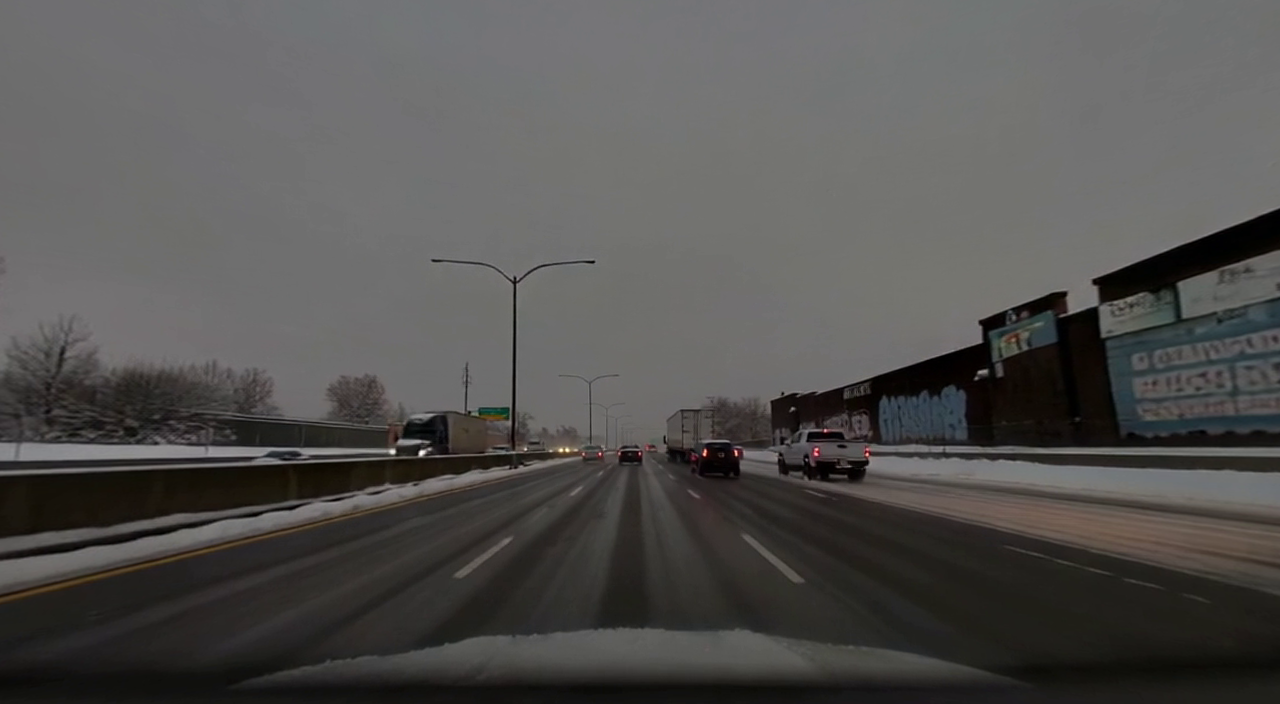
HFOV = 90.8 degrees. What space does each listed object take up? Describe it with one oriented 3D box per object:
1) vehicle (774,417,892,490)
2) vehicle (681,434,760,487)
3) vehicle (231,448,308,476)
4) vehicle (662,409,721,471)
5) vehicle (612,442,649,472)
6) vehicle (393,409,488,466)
[{"bbox_3d":[7.040,3.834,24.067,2.322,2.360,6.433,0,-9,-1],"label":"vehicle"},{"bbox_3d":[3.000,4.203,24.824,2.249,1.843,5.176,0,-9,-2],"label":"vehicle"},{"bbox_3d":[-20.684,6.138,35.467,1.812,1.467,4.068,0,-9,0],"label":"vehicle"},{"bbox_3d":[3.348,6.239,44.455,2.976,3.806,10.591,0,-9,-2],"label":"vehicle"},{"bbox_3d":[-0.586,6.189,37.338,2.073,1.640,3.990,0,-9,-1],"label":"vehicle"},{"bbox_3d":[-14.156,6.396,46.383,3.011,3.586,12.393,0,-9,0],"label":"vehicle"}]
